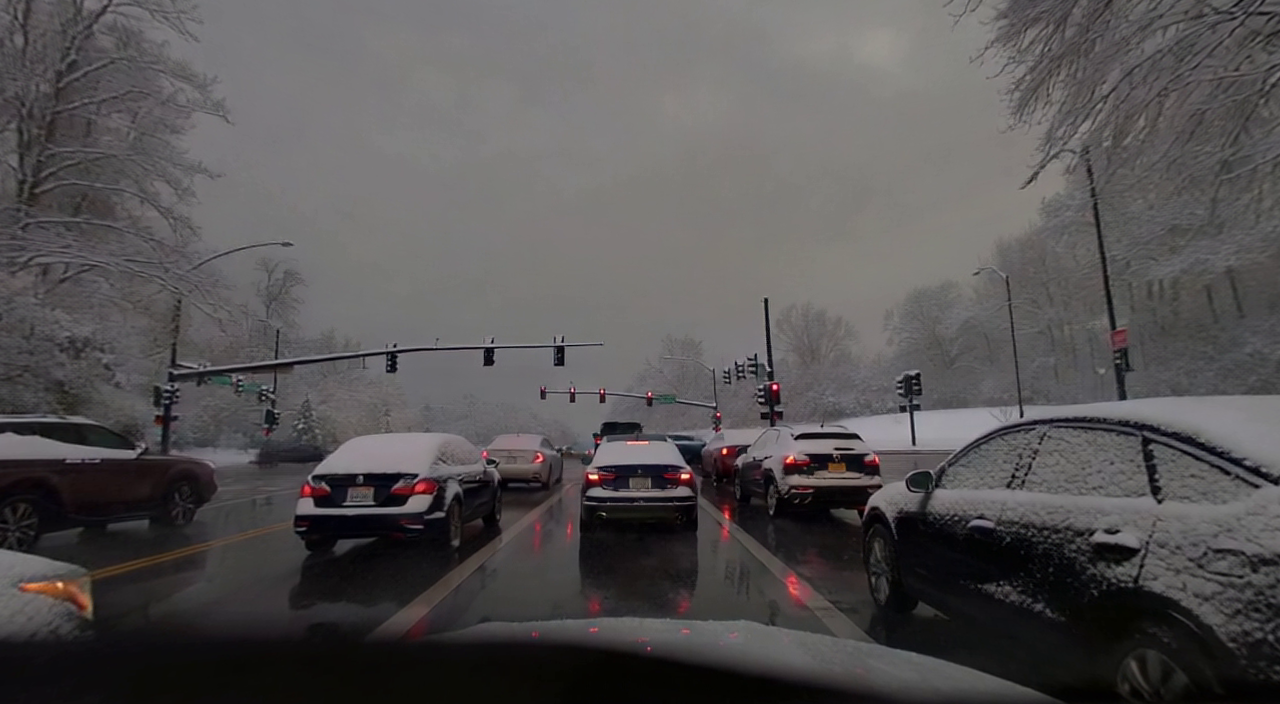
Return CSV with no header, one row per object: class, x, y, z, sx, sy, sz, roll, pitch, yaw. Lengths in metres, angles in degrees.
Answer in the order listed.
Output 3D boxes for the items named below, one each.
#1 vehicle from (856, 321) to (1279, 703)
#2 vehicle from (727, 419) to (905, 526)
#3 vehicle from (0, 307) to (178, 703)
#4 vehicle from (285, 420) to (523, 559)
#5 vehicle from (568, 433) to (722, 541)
vehicle,3.145,0.988,3.742,2.074,1.685,4.387,0,-8,-1
vehicle,3.070,2.201,12.028,2.106,1.667,4.101,0,-8,-1
vehicle,-3.210,0.498,0.609,2.079,1.756,4.676,0,-8,-2
vehicle,-3.069,1.876,9.335,1.896,1.546,4.378,0,-8,-1
vehicle,-0.007,2.102,10.427,2.076,1.438,3.770,0,-8,-2
